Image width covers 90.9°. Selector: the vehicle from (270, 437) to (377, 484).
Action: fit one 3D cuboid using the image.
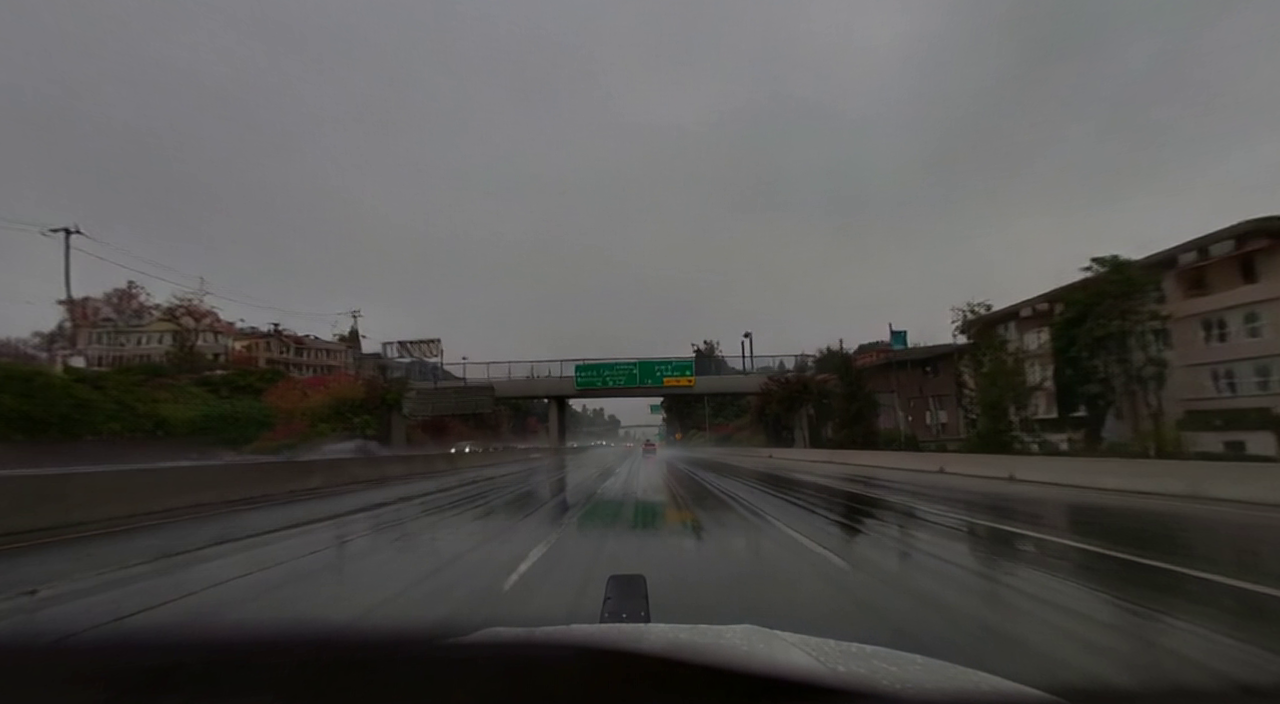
[{"bbox_3d":[-11.235,3.860,22.693,1.793,1.529,3.761,0,-8,2],"label":"vehicle"}]
